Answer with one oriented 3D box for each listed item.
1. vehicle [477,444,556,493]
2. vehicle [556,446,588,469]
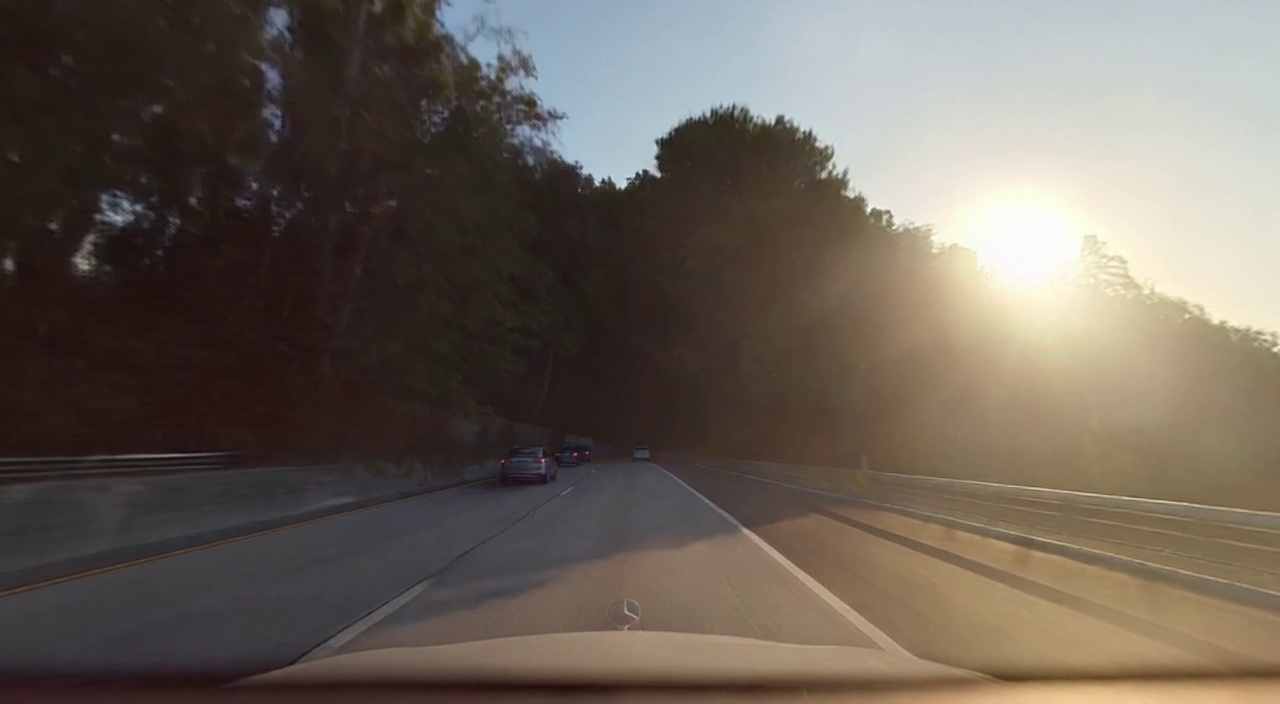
[{"bbox_3d":[-4.109,3.909,21.616,1.897,1.481,3.859,0,-8,0],"label":"vehicle"},{"bbox_3d":[-4.736,7.392,44.544,1.838,1.508,4.317,0,-8,0],"label":"vehicle"}]
